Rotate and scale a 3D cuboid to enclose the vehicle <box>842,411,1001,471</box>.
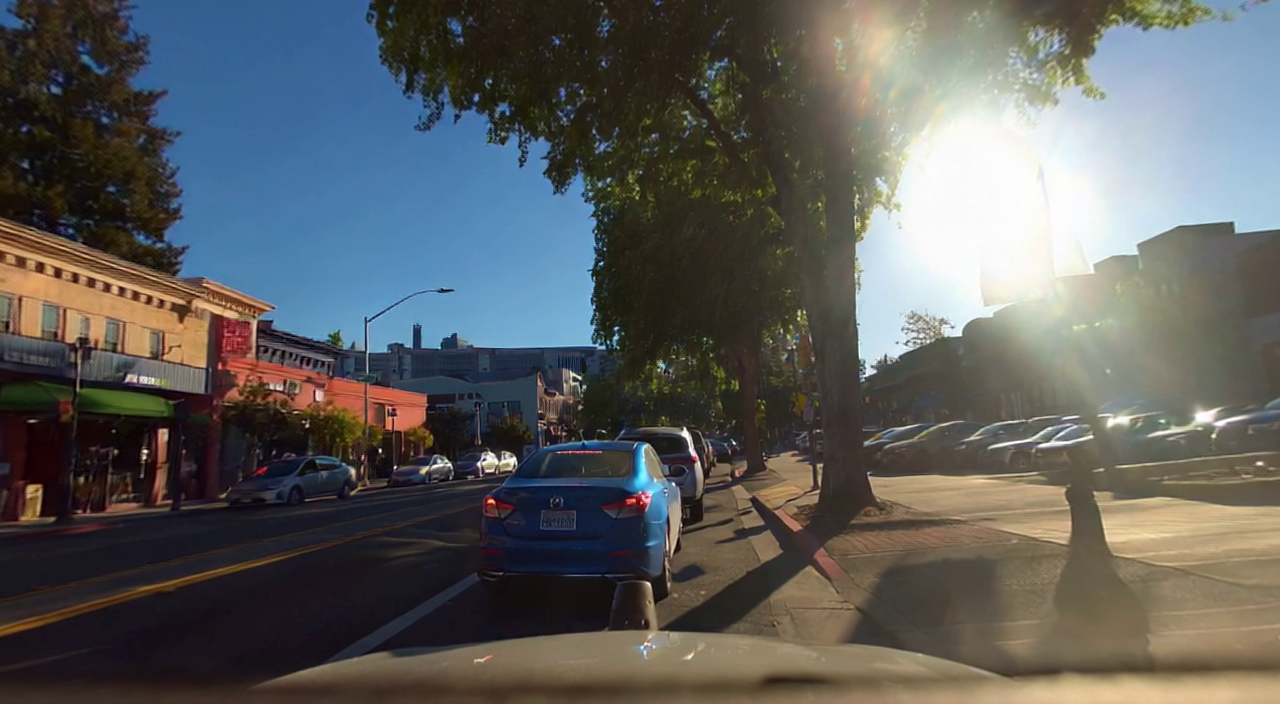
[{"bbox_3d":[9.018,2.828,20.225,4.558,1.528,1.915,-1,-8,-23],"label":"vehicle"}]

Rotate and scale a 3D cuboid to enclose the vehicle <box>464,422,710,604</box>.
[{"bbox_3d":[-0.263,1.631,7.310,1.939,1.478,3.922,-2,-8,9],"label":"vehicle"}]

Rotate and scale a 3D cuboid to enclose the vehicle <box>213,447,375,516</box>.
[{"bbox_3d":[-11.001,4.070,20.595,2.081,1.718,5.342,-6,-9,3],"label":"vehicle"}]

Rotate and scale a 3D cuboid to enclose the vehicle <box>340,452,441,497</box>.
[{"bbox_3d":[-10.250,5.034,26.286,1.826,1.432,4.556,-7,-9,8],"label":"vehicle"}]
